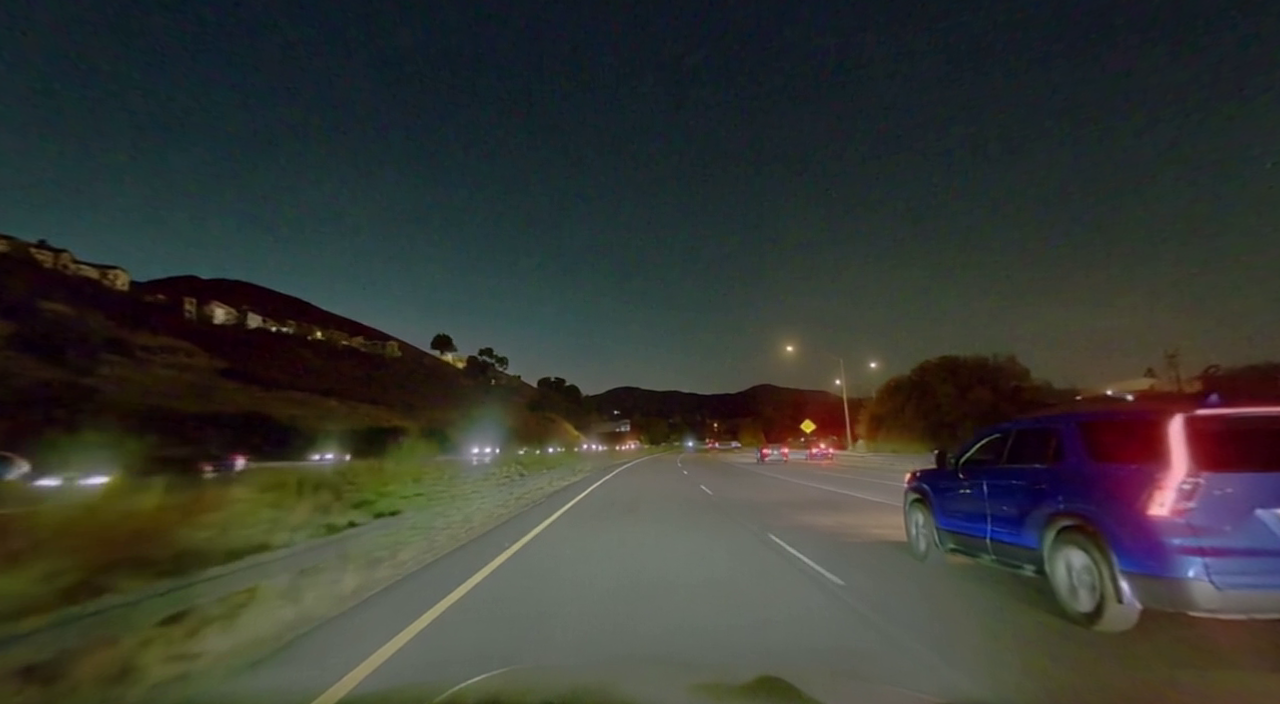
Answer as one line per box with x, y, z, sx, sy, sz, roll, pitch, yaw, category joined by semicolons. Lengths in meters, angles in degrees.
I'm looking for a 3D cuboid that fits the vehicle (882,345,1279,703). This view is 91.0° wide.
4.040;1.156;4.955;2.318;1.766;4.587;0;-8;-1;vehicle

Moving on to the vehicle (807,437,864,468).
11.871;6.129;38.555;2.043;1.714;4.453;-1;-8;0;vehicle

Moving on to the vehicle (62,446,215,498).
-19.570;4.654;24.929;2.015;1.766;4.837;-1;-8;1;vehicle
